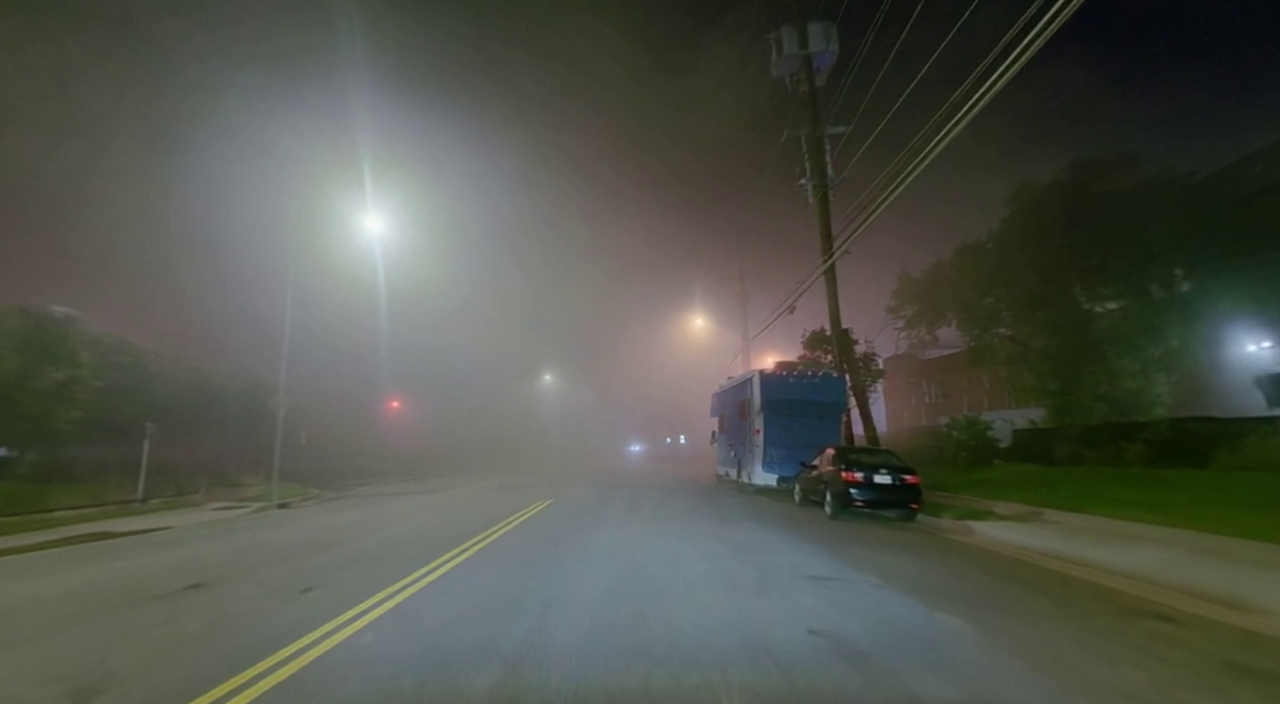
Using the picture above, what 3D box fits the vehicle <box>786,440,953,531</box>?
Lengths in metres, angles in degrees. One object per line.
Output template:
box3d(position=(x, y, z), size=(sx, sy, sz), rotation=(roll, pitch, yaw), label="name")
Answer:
box3d(position=(4.416, 2.594, 12.839), size=(1.852, 1.497, 3.672), rotation=(-2, -8, -2), label="vehicle")

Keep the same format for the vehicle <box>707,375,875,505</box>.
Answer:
box3d(position=(4.259, 2.864, 20.336), size=(3.110, 3.241, 8.788), rotation=(0, -9, -1), label="vehicle")
